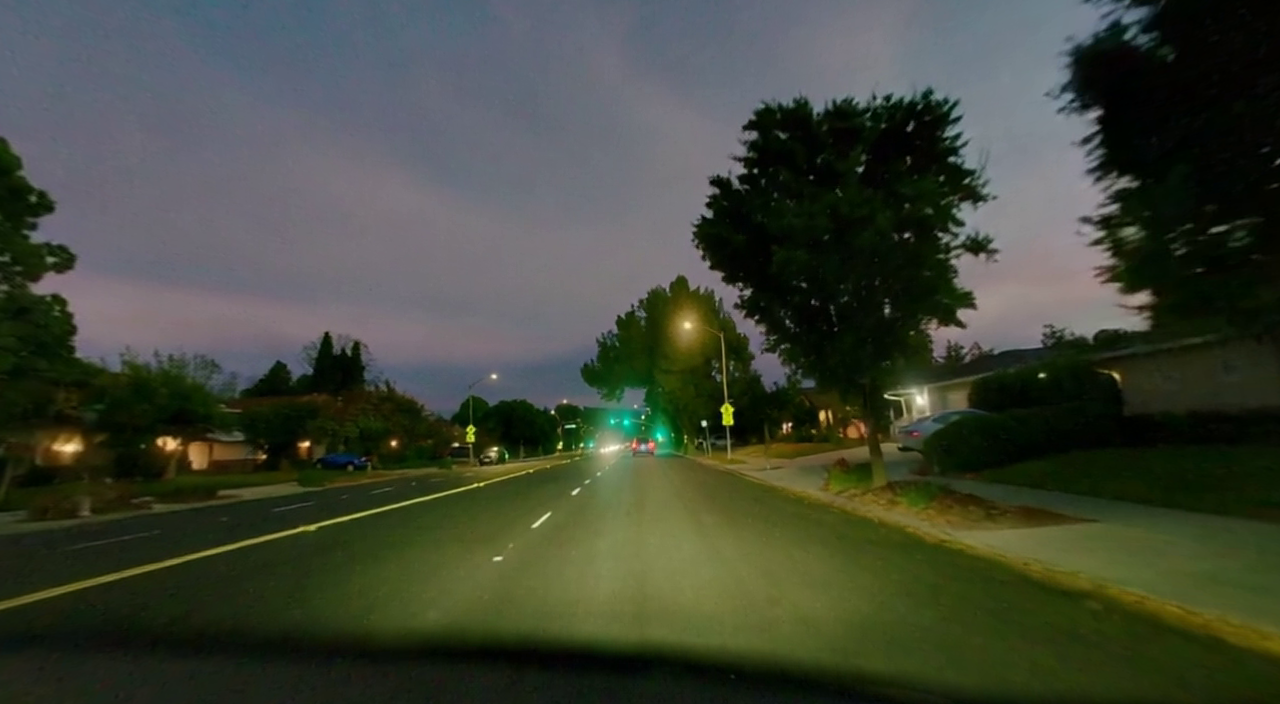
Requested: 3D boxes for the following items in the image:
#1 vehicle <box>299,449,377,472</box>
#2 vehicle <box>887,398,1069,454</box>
[{"bbox_3d":[-22.587,8.136,47.333,4.791,1.564,2.125,0,-8,-5],"label":"vehicle"},{"bbox_3d":[11.276,2.580,21.482,4.996,1.563,1.984,-5,-9,15],"label":"vehicle"}]
